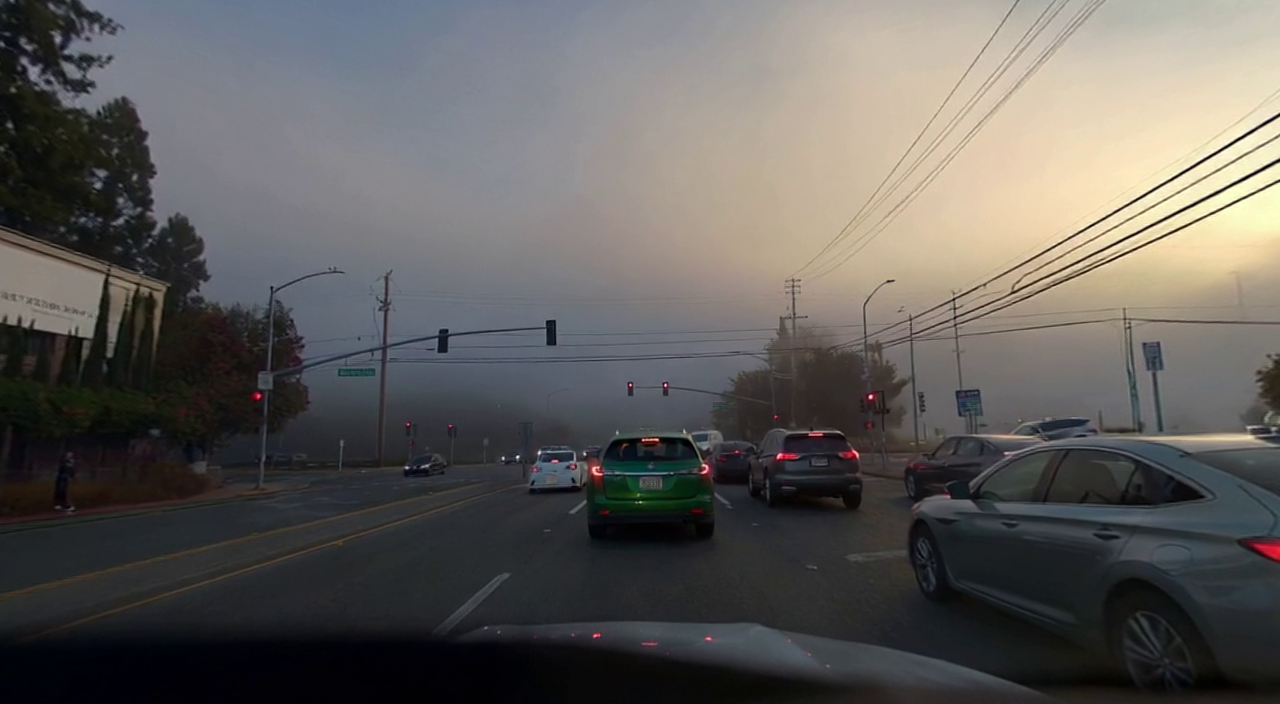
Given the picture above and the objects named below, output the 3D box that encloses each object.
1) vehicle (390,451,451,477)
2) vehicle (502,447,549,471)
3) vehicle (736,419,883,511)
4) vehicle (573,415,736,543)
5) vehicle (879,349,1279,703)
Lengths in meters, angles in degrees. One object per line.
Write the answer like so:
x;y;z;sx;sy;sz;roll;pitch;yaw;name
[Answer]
-13.568;6.953;39.344;2.045;1.453;4.624;0;-9;1;vehicle
-7.273;6.837;40.558;2.057;1.461;4.485;0;-9;1;vehicle
3.697;2.568;14.809;2.060;1.789;4.712;0;-9;-1;vehicle
0.190;1.981;10.386;2.149;1.668;3.962;0;-9;0;vehicle
3.348;1.064;4.023;1.998;1.620;4.267;0;-9;1;vehicle
